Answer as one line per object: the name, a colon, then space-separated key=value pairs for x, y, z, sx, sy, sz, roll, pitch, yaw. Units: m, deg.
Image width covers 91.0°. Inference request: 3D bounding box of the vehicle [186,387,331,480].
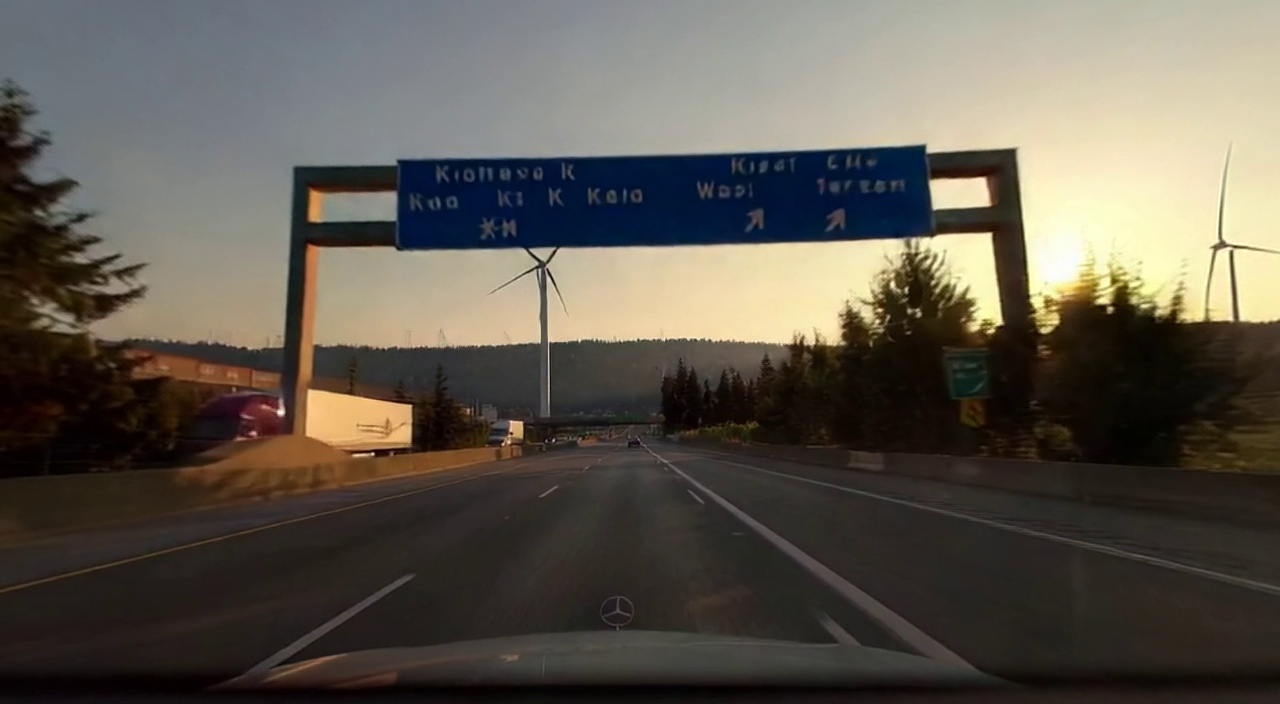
vehicle: x=-17.483 y=3.843 z=29.444 sx=2.989 sy=3.857 sz=5.976 roll=-1 pitch=-8 yaw=-1
